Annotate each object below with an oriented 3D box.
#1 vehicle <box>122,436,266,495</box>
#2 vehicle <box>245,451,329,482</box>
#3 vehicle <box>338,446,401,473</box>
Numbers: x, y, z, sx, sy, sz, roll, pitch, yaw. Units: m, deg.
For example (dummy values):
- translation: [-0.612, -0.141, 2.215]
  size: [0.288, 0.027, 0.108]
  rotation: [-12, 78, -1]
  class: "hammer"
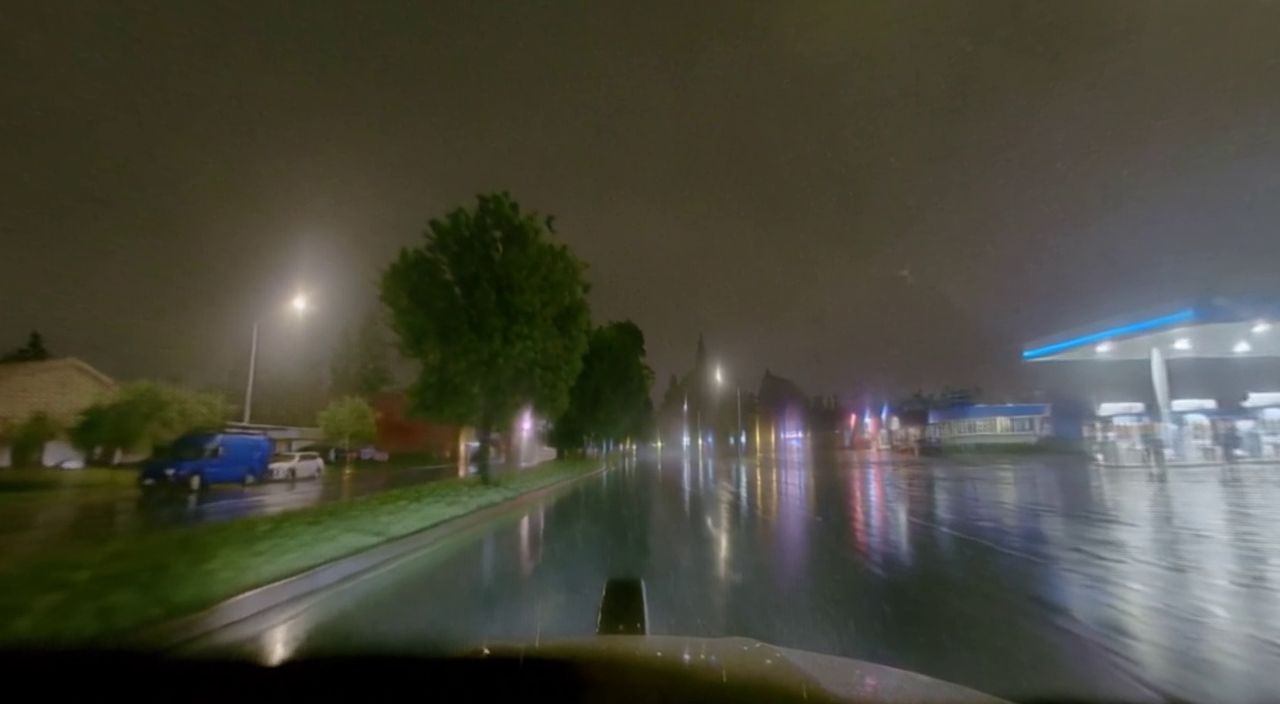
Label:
- translation: [-18.980, 4.784, 27.334]
  size: [2.216, 2.161, 5.522]
  rotation: [-3, -8, 0]
  class: "vehicle"
- translation: [-18.682, 6.071, 33.716]
  size: [1.829, 1.462, 4.463]
  rotation: [-1, -8, 1]
  class: "vehicle"
- translation: [-18.495, 7.345, 43.511]
  size: [1.906, 1.744, 5.165]
  rotation: [-1, -8, 1]
  class: "vehicle"
